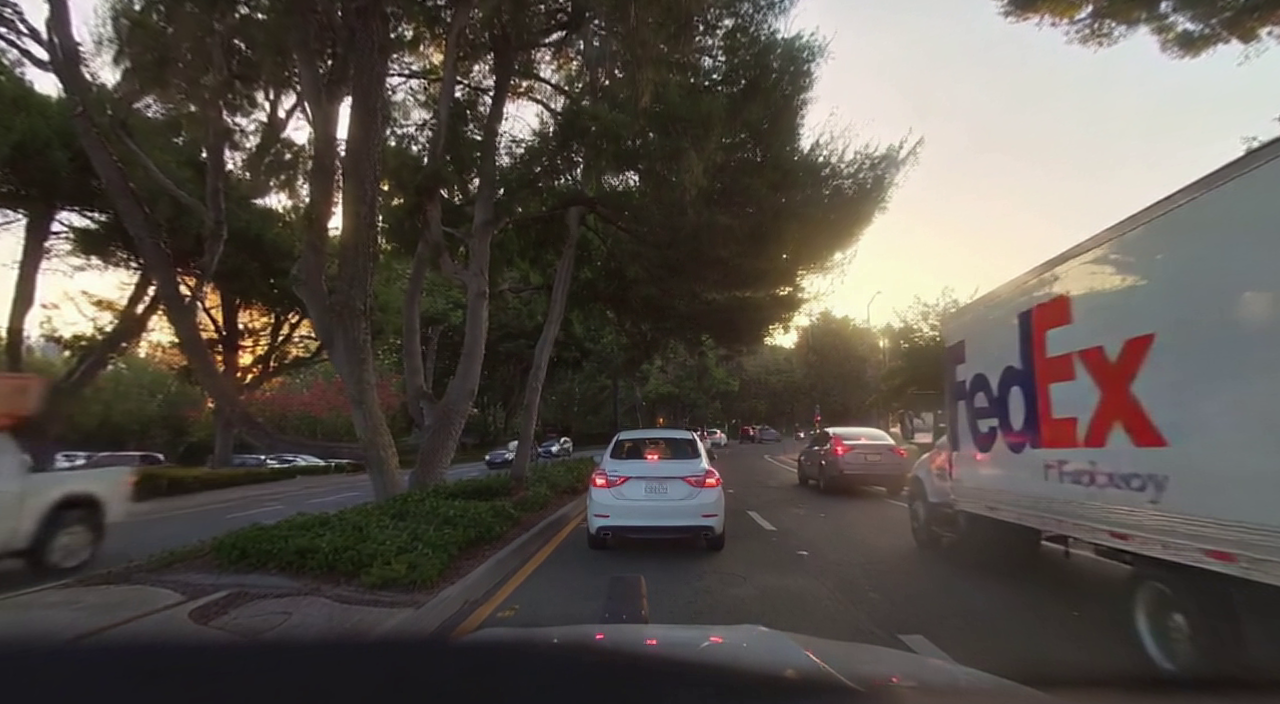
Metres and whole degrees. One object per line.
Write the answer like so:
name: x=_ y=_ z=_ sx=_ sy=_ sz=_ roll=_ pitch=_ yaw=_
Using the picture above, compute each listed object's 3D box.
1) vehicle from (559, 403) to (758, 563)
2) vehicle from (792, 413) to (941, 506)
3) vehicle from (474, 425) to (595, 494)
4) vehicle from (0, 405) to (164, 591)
vehicle: x=0.212 y=1.728 z=9.007 sx=2.154 sy=1.710 sz=4.128 roll=-1 pitch=-8 yaw=0
vehicle: x=5.238 y=2.549 z=15.373 sx=2.059 sy=1.864 sz=4.700 roll=1 pitch=-8 yaw=2
vehicle: x=-2.959 y=3.178 z=19.005 sx=2.057 sy=1.786 sz=4.725 roll=-2 pitch=-8 yaw=11
vehicle: x=-7.477 y=1.443 z=6.117 sx=2.051 sy=1.843 sz=4.469 roll=-1 pitch=-8 yaw=3
